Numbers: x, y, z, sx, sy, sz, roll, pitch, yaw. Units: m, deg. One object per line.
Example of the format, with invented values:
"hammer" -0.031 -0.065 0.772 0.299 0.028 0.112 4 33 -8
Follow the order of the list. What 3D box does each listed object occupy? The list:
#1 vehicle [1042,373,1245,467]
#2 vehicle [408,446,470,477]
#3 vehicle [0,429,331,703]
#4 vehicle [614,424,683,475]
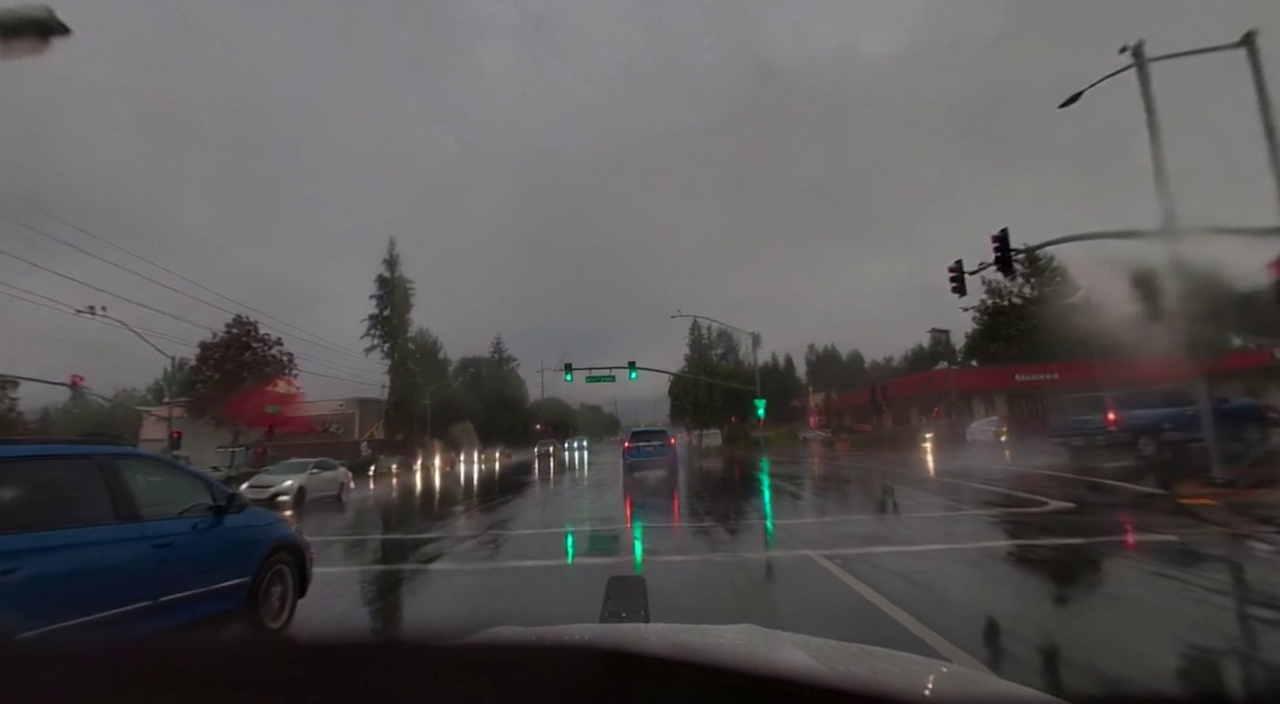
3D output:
"vehicle" 13.703 1.904 17.054 5.877 2.148 2.452 5 -10 -34
"vehicle" -11.436 6.236 36.212 2.184 1.641 4.429 0 -8 -1
"vehicle" -3.632 1.149 3.189 1.996 1.463 4.094 -1 -8 1
"vehicle" 0.255 3.952 25.826 2.513 1.854 5.235 0 -8 -1
